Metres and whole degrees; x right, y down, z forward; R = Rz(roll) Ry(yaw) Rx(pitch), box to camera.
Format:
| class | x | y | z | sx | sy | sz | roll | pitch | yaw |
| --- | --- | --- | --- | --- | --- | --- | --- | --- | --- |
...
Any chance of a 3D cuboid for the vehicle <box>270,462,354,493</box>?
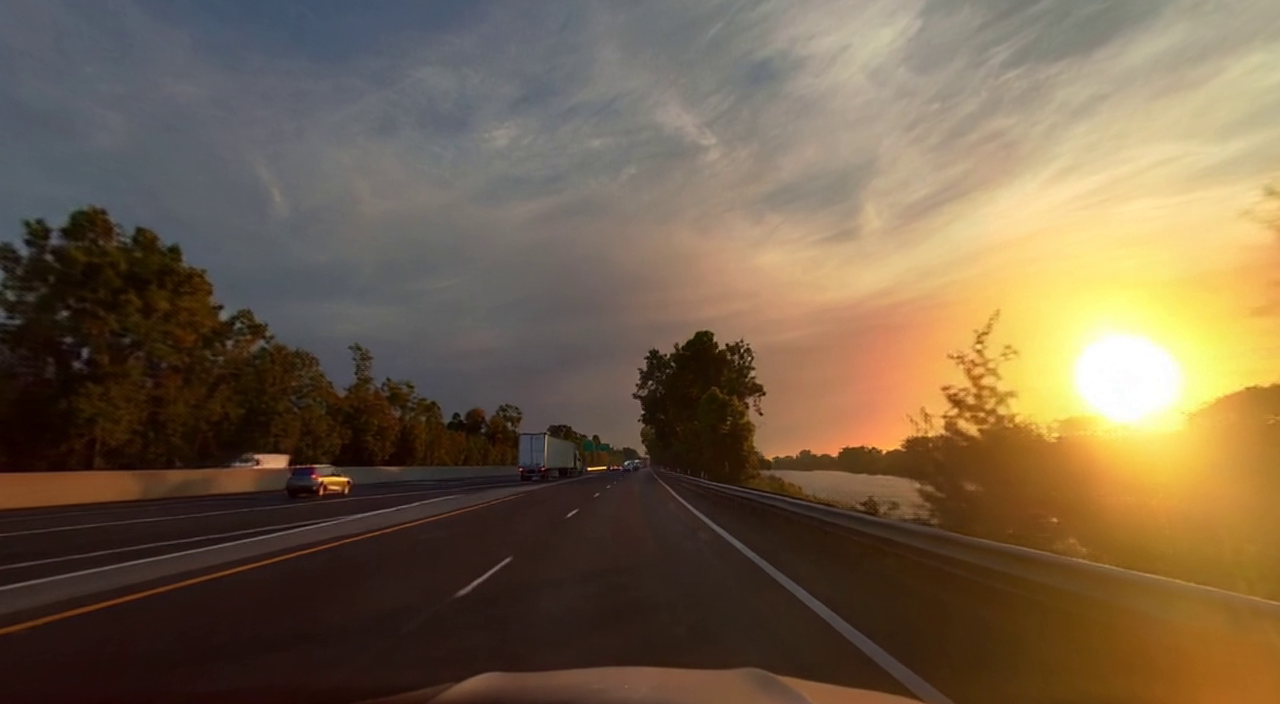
| class | x | y | z | sx | sy | sz | roll | pitch | yaw |
| --- | --- | --- | --- | --- | --- | --- | --- | --- | --- |
| vehicle | -16.431 | 6.295 | 31.798 | 1.745 | 1.430 | 4.252 | 0 | -10 | 3 |
